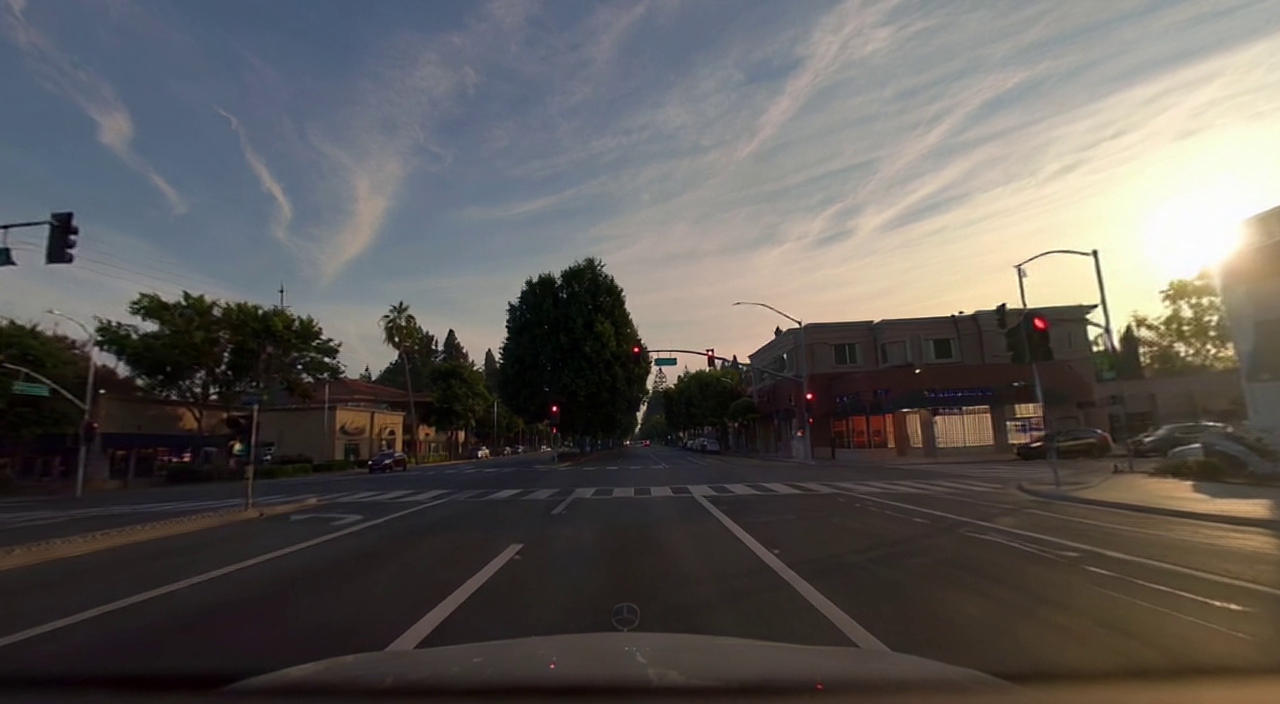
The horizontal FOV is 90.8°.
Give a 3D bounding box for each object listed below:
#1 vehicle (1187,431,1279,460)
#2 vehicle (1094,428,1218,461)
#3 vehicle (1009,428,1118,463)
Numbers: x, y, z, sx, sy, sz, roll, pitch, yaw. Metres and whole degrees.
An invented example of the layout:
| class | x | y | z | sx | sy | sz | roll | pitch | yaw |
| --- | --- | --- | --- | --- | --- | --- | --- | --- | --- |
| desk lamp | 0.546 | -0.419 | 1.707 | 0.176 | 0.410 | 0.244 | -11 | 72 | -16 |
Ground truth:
| class | x | y | z | sx | sy | sz | roll | pitch | yaw |
| --- | --- | --- | --- | --- | --- | --- | --- | --- | --- |
| vehicle | 32.696 | 4.969 | 33.777 | 4.664 | 1.358 | 1.997 | -4 | -8 | 11 |
| vehicle | 27.301 | 4.901 | 33.510 | 4.910 | 1.644 | 2.032 | 0 | -8 | -4 |
| vehicle | 22.057 | 4.879 | 33.032 | 4.323 | 1.746 | 1.872 | 0 | -8 | -3 |
